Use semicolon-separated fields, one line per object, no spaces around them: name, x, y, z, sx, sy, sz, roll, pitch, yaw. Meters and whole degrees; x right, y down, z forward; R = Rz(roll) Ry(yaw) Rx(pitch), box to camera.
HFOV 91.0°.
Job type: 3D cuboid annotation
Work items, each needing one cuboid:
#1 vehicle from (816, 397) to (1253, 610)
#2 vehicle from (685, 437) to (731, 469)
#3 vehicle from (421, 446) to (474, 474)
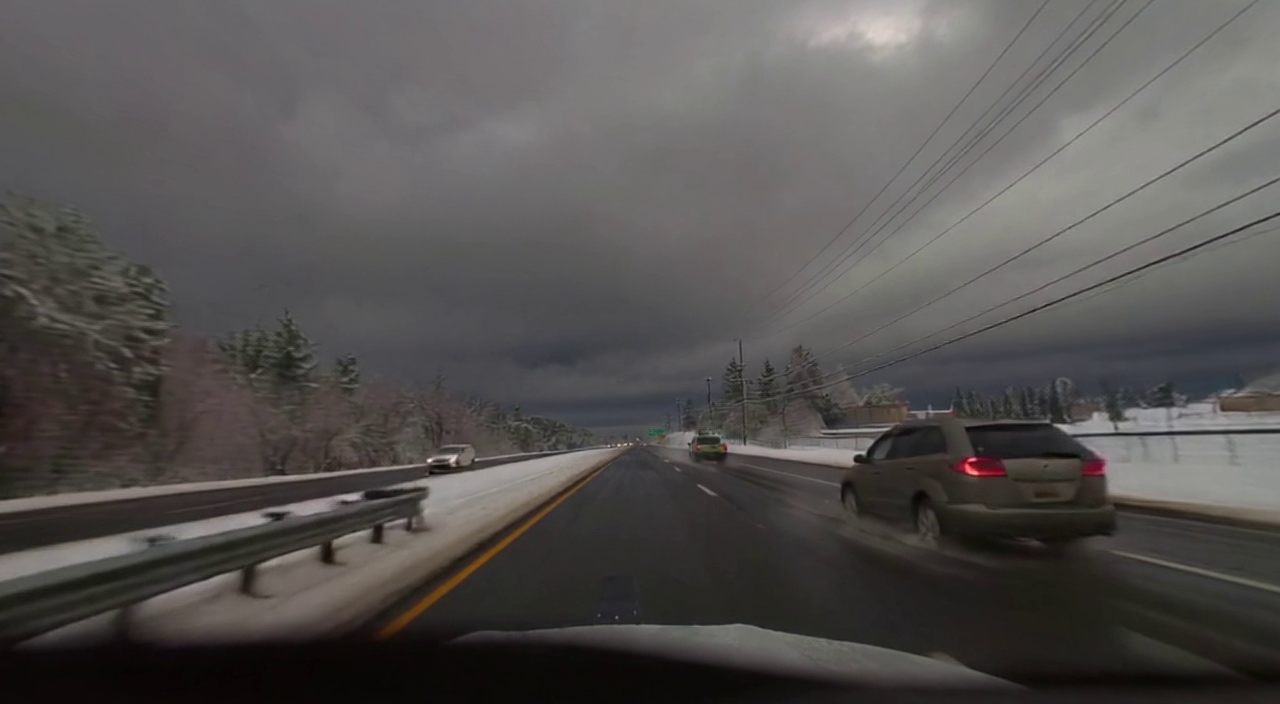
vehicle;3.622;1.458;7.045;1.977;1.581;4.428;-1;-8;0
vehicle;3.375;5.068;31.856;1.868;1.507;3.833;0;-8;-1
vehicle;-11.094;6.217;36.453;1.954;1.530;3.423;-1;-8;0
